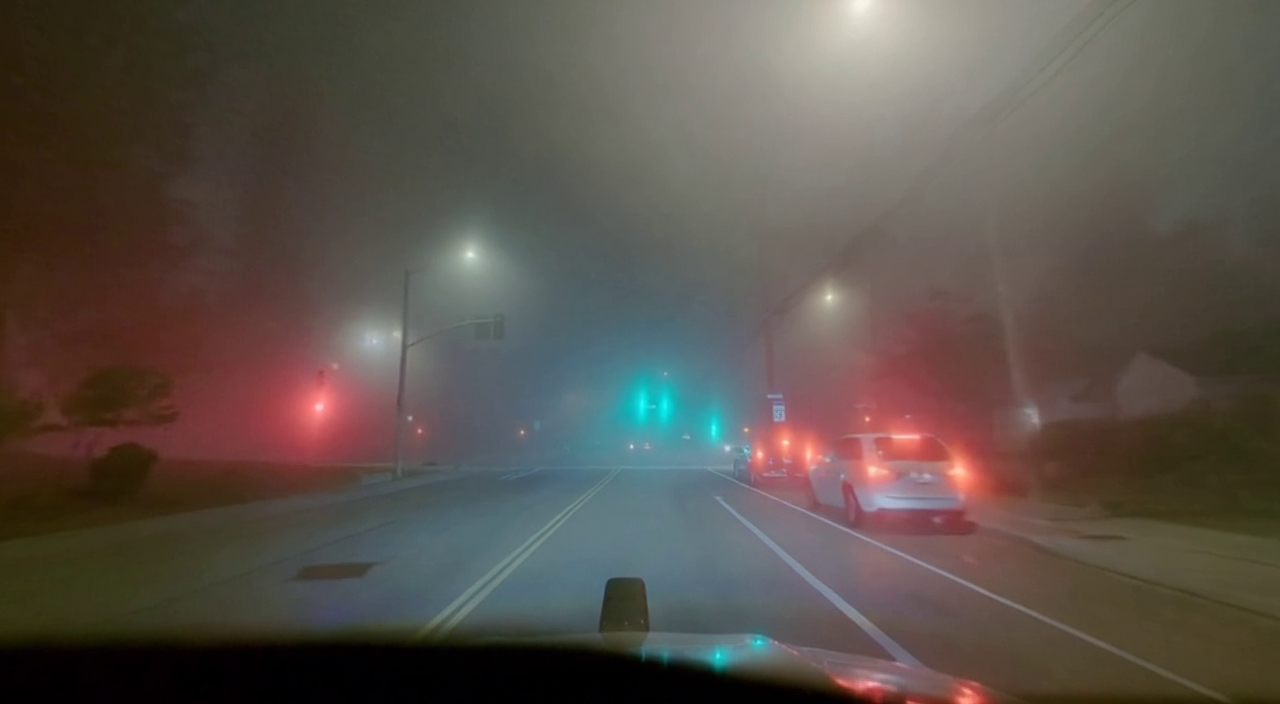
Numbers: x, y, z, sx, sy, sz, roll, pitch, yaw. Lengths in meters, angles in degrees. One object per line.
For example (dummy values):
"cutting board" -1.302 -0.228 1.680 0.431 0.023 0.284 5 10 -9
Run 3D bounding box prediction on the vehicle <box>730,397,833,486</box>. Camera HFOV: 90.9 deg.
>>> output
"vehicle" 4.851 3.211 22.504 2.398 2.806 4.857 0 -8 -1

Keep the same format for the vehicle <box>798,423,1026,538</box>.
"vehicle" 4.676 2.284 11.896 2.202 1.712 4.813 0 -8 1
